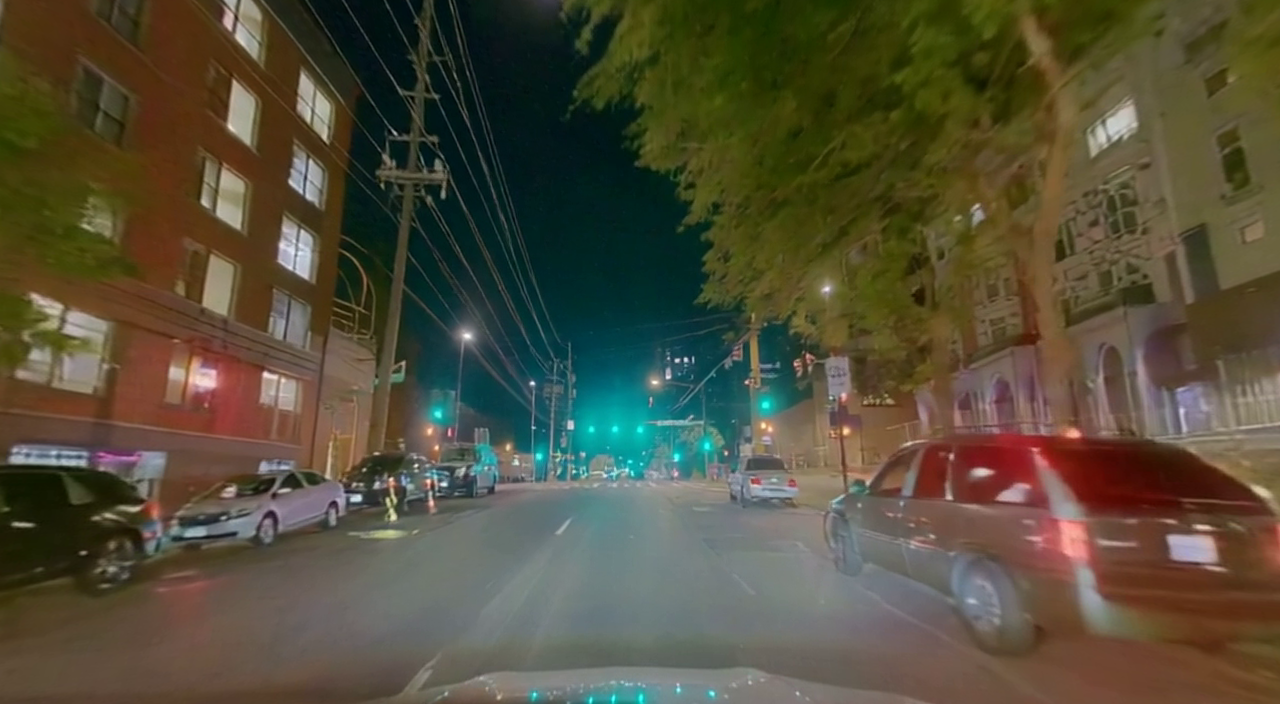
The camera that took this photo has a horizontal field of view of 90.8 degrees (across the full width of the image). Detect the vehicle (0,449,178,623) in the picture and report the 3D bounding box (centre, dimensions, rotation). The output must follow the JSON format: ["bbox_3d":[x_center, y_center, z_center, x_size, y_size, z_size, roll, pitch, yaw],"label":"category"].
[{"bbox_3d":[-6.409,1.561,5.301,1.968,1.450,4.271,0,-8,-3],"label":"vehicle"}]

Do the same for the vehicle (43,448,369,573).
[{"bbox_3d":[-6.366,2.312,10.210,1.919,1.475,4.833,0,-8,-1],"label":"vehicle"}]

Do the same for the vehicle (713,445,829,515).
[{"bbox_3d":[3.127,3.141,16.068,1.953,1.503,4.137,0,-8,-2],"label":"vehicle"}]

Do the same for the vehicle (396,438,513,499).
[{"bbox_3d":[-6.374,4.074,22.640,2.279,1.873,5.912,0,-8,1],"label":"vehicle"}]

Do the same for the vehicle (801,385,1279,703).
[{"bbox_3d":[3.295,1.416,5.930,2.141,1.737,5.009,0,-8,-1],"label":"vehicle"}]

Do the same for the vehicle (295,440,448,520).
[{"bbox_3d":[-6.565,3.128,16.075,1.953,1.729,4.305,0,-8,0],"label":"vehicle"}]
